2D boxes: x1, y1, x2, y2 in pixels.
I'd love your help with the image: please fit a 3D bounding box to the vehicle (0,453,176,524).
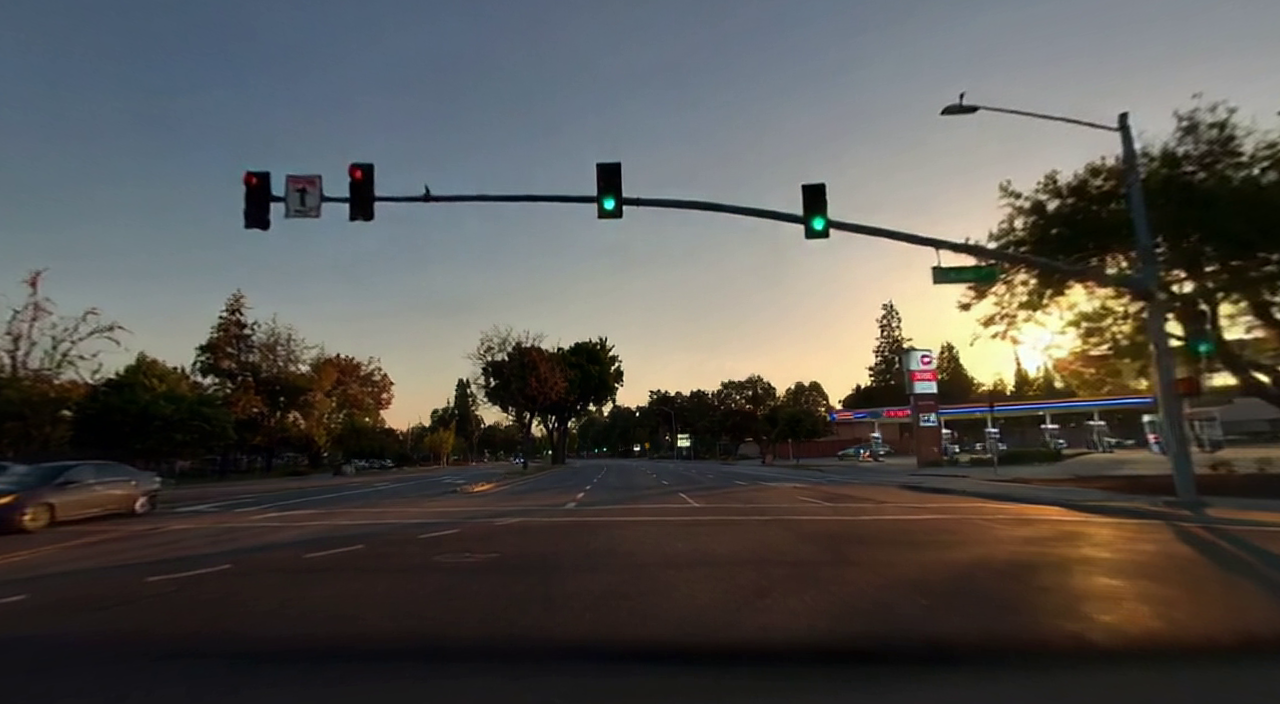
[{"bbox_3d":[-15.158,3.554,17.032,2.053,1.598,4.336,0,-9,-2],"label":"vehicle"}]
